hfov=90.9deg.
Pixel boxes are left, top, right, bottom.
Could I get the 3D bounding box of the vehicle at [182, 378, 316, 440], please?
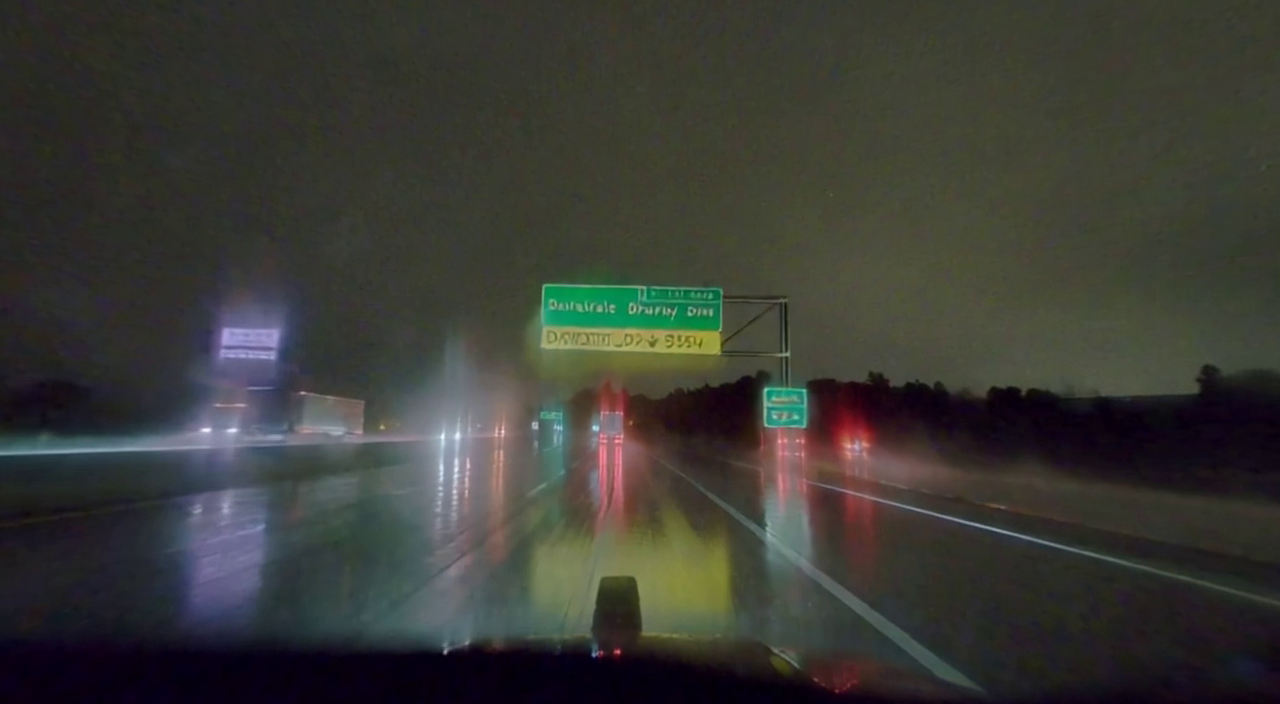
[{"bbox_3d":[-25.852,4.088,42.573,2.970,3.726,10.218,1,-8,-3],"label":"vehicle"}]
